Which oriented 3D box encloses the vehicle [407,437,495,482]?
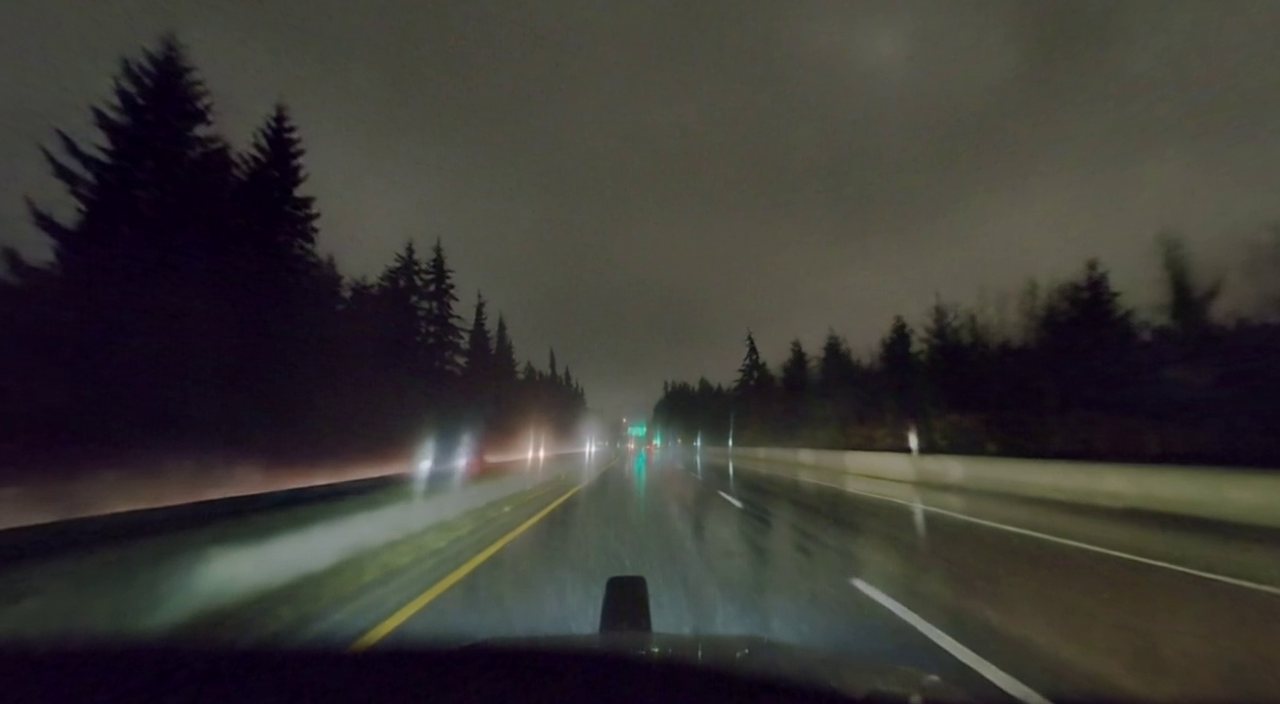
[{"bbox_3d":[-7.543,4.321,25.645,2.106,1.610,4.411,0,-8,1],"label":"vehicle"}]
